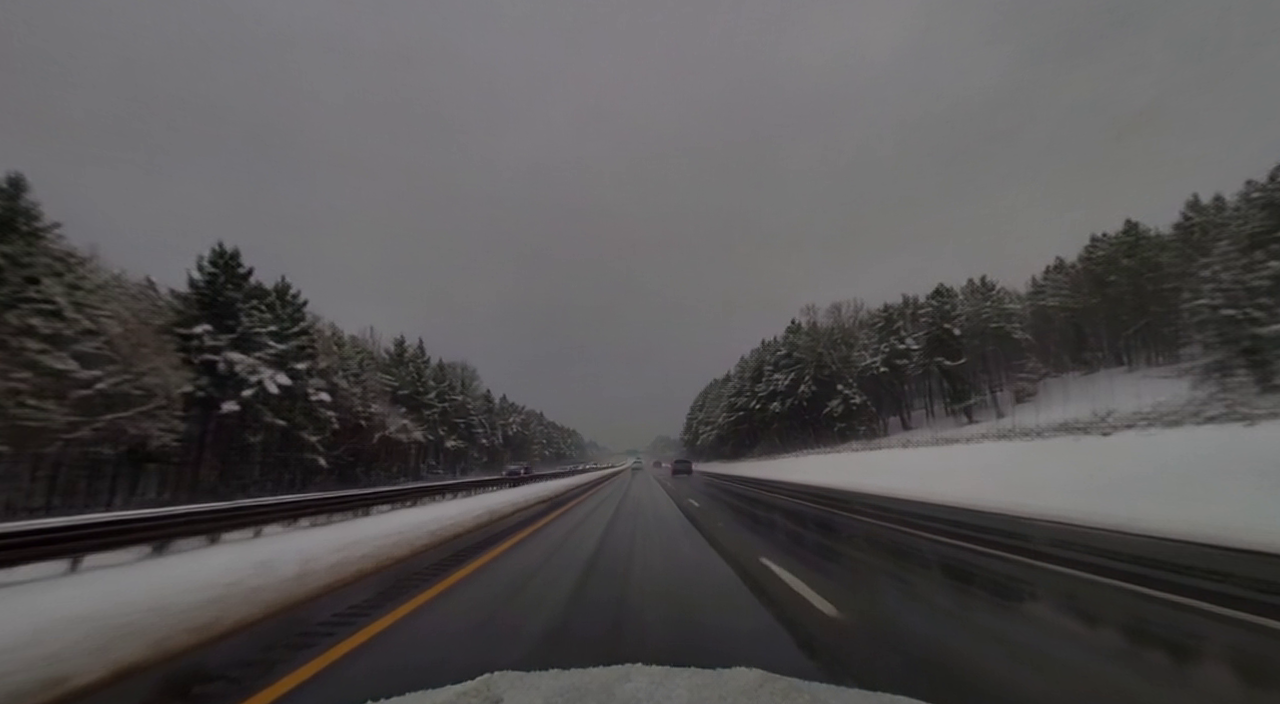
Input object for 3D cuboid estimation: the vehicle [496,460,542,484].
[{"bbox_3d":[-7.854,7.837,41.189,2.049,1.456,4.249,0,-10,2],"label":"vehicle"}]
